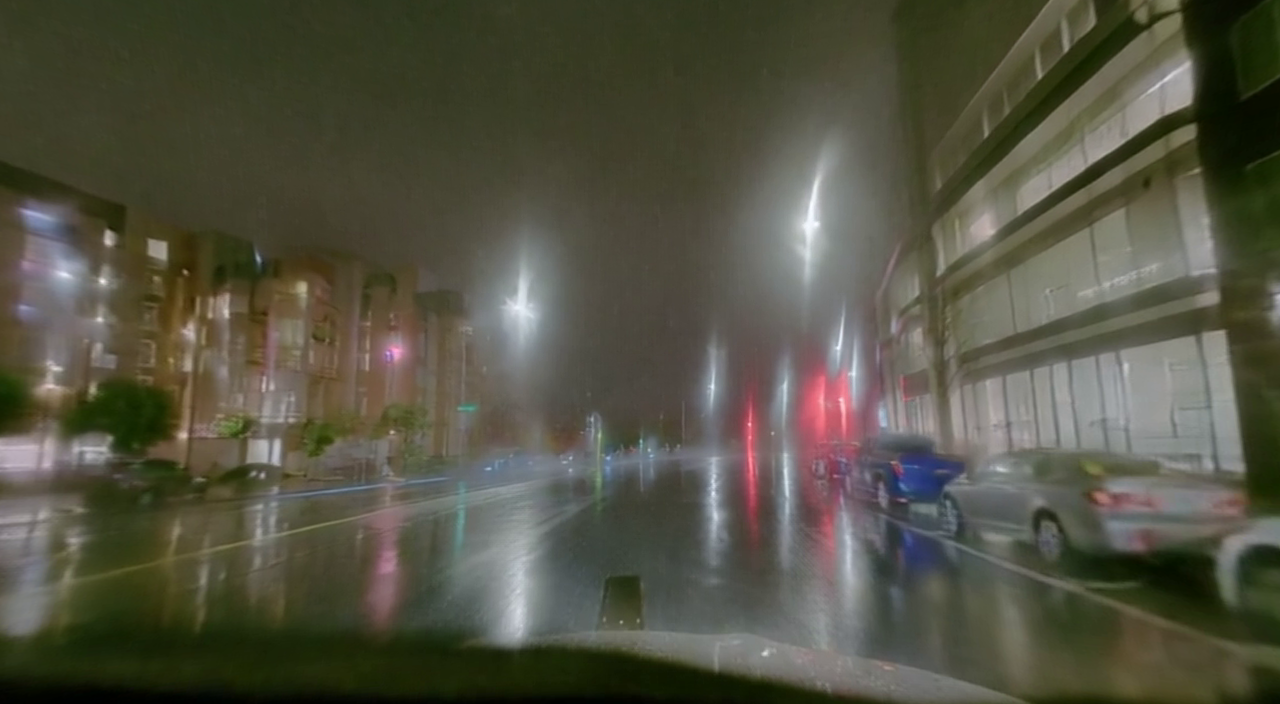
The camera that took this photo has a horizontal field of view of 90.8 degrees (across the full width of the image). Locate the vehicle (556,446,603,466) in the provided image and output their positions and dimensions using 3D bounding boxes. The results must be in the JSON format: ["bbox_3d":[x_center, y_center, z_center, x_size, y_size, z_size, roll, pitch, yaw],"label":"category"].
[{"bbox_3d":[-4.624,8.070,49.146,1.811,1.459,4.702,-3,-9,19],"label":"vehicle"}]

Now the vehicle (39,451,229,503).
[{"bbox_3d":[-20.749,5.099,26.077,6.006,1.964,2.474,-1,-9,7],"label":"vehicle"}]

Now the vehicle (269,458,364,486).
[{"bbox_3d":[-17.769,6.579,34.781,4.178,1.407,2.012,-1,-9,9],"label":"vehicle"}]

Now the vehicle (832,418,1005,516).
[{"bbox_3d":[5.993,2.536,14.456,2.041,1.811,5.168,-1,-9,6],"label":"vehicle"}]

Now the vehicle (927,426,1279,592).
[{"bbox_3d":[5.683,1.831,8.359,1.879,1.542,4.693,-1,-9,4],"label":"vehicle"}]

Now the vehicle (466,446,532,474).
[{"bbox_3d":[-8.200,6.303,37.216,1.882,1.508,4.476,-2,-9,14],"label":"vehicle"}]

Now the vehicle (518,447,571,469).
[{"bbox_3d":[-6.508,7.279,43.558,1.841,1.444,4.554,-3,-9,17],"label":"vehicle"}]

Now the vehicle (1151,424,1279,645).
[{"bbox_3d":[5.381,1.044,2.907,2.077,1.502,4.902,0,-8,2],"label":"vehicle"}]
